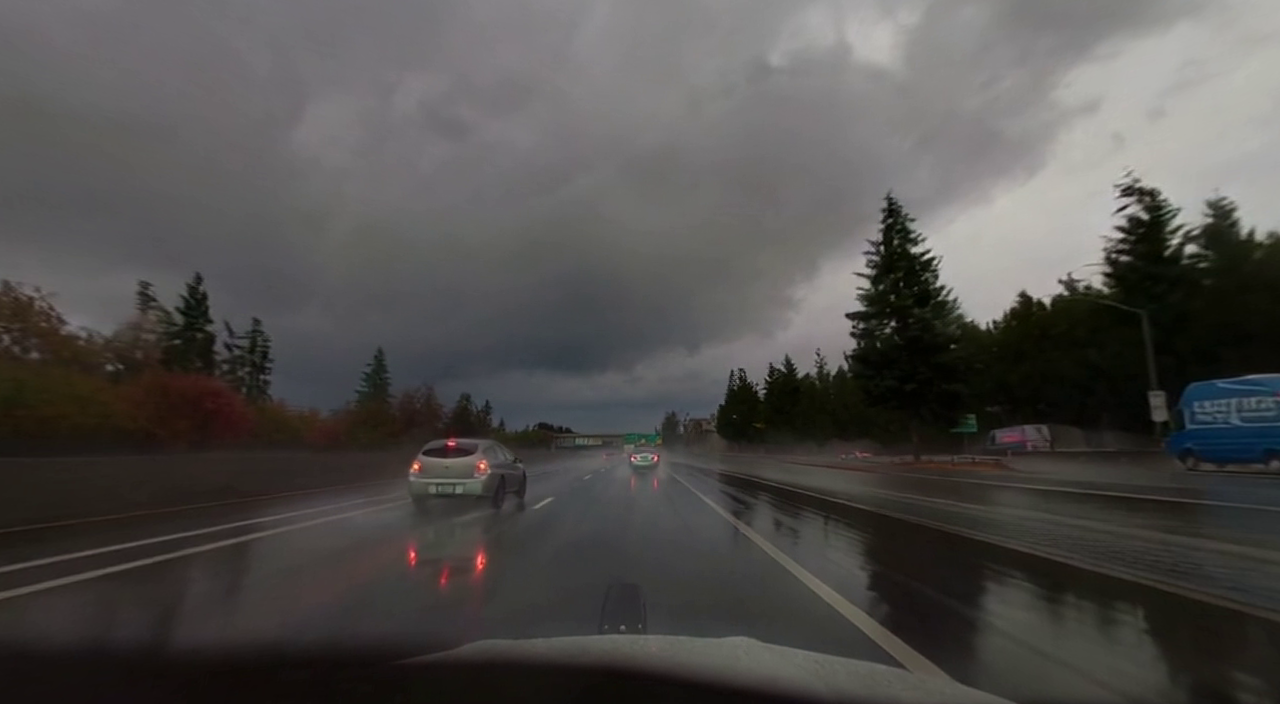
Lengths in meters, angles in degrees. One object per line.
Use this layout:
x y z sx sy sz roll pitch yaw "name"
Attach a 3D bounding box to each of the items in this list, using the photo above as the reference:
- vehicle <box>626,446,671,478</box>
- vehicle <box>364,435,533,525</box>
0.364 5.230 30.137 2.002 1.449 3.612 0 -9 -1 "vehicle"
-3.554 2.470 12.644 2.062 1.474 4.151 0 -9 0 "vehicle"
